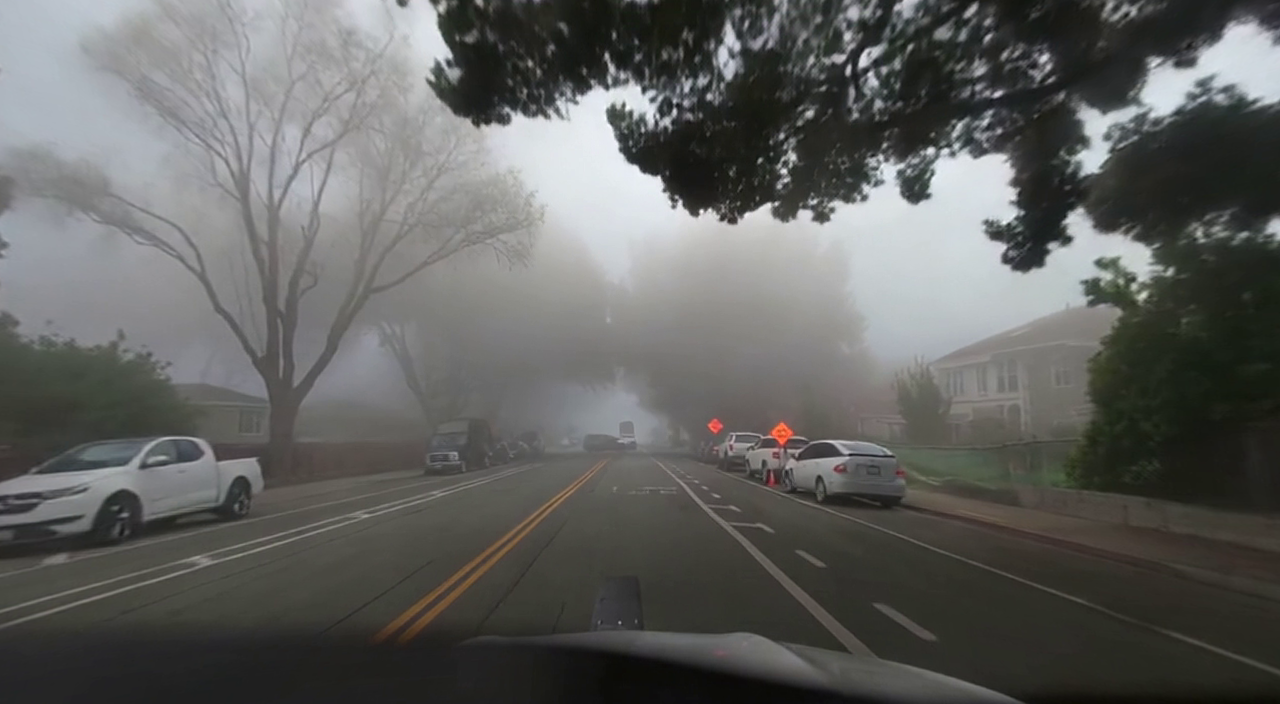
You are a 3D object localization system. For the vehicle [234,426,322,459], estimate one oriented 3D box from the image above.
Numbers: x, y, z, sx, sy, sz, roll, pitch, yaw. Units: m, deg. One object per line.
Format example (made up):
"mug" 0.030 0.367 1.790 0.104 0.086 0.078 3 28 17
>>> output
"vehicle" -23.749 5.937 41.360 4.491 2.031 2.045 -1 -8 0

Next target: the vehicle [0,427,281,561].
"vehicle" -8.203 2.138 10.325 1.950 1.672 4.664 0 -8 -2

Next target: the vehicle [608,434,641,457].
"vehicle" -1.030 6.356 42.869 2.151 1.481 4.084 0 -8 0

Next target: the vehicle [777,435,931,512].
"vehicle" 4.648 2.695 14.514 1.912 1.463 4.477 0 -8 -1

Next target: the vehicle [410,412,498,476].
"vehicle" -8.165 4.093 28.135 2.526 2.631 4.228 0 -8 1

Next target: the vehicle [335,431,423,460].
"vehicle" -16.902 6.105 40.958 4.779 1.823 1.964 0 -8 0
